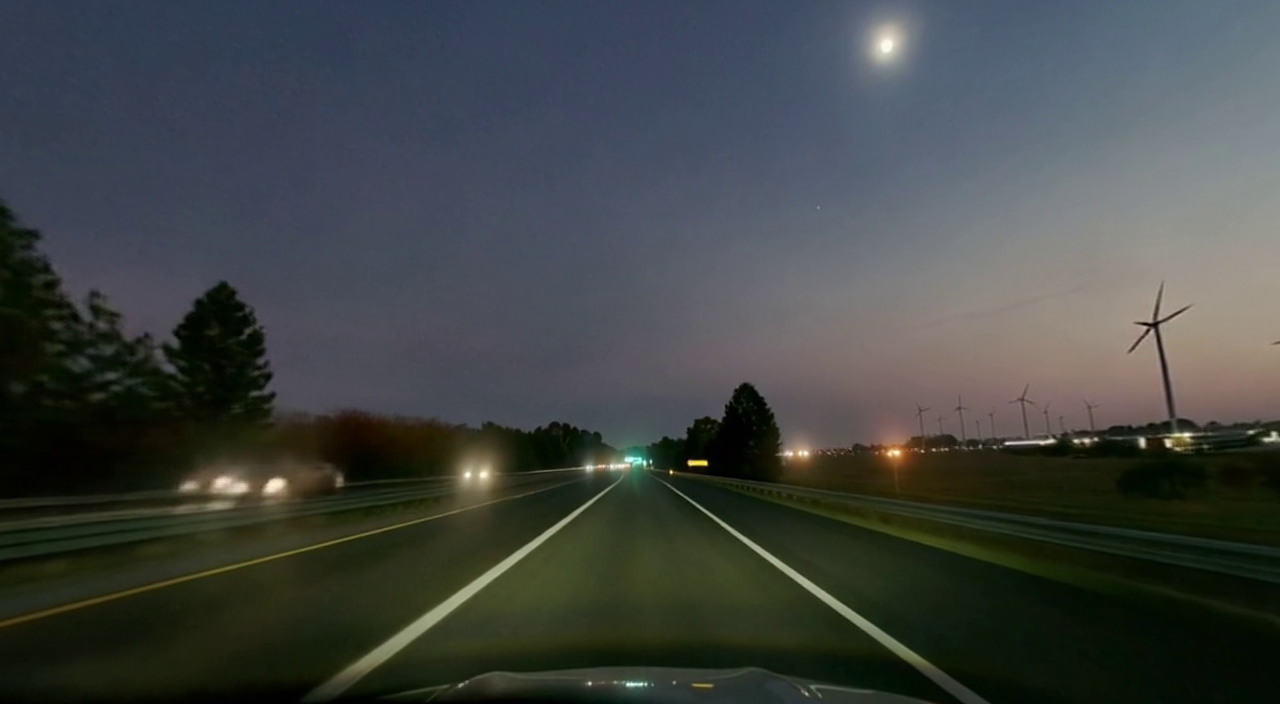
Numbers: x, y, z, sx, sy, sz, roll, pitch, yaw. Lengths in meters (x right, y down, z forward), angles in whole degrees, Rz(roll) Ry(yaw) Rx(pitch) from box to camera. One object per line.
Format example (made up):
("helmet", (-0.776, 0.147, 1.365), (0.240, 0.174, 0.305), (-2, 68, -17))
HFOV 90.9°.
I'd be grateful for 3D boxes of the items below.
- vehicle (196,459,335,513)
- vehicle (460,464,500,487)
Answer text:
("vehicle", (-12.034, 4.330, 20.612), (1.978, 1.546, 4.071), (1, -11, 0))
("vehicle", (-12.285, 9.496, 48.562), (1.910, 1.636, 4.292), (1, -11, 0))
